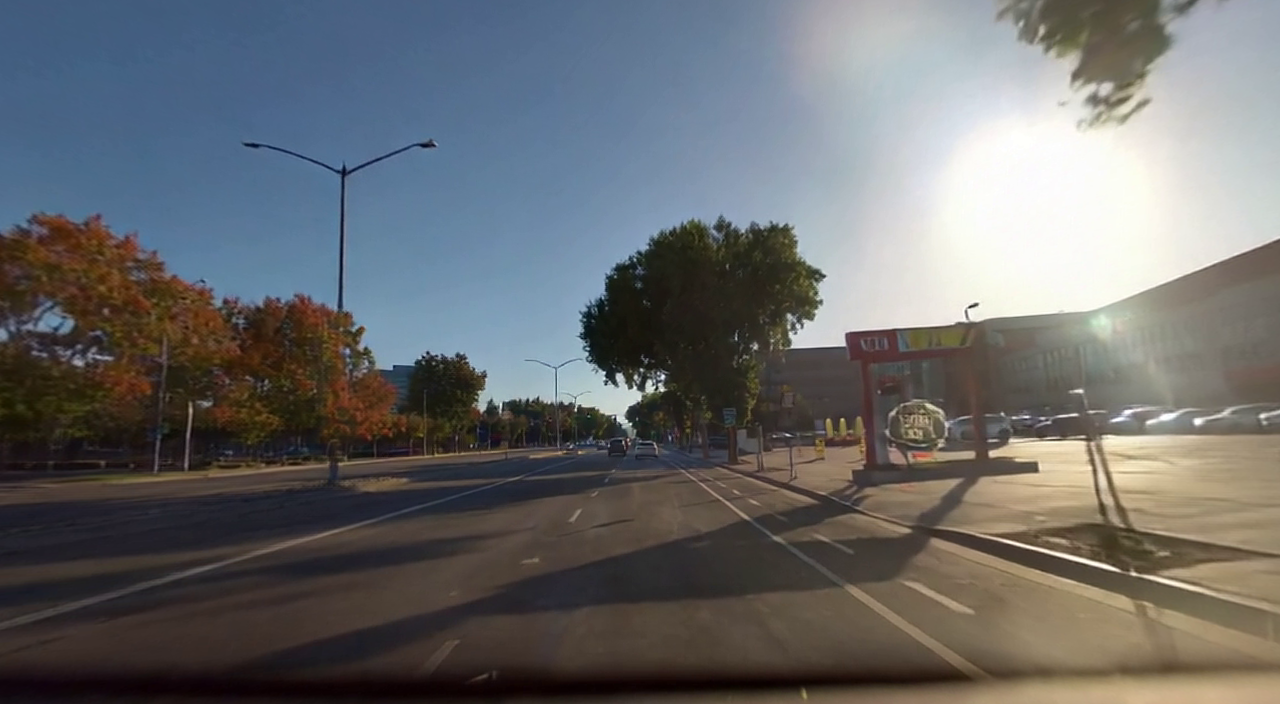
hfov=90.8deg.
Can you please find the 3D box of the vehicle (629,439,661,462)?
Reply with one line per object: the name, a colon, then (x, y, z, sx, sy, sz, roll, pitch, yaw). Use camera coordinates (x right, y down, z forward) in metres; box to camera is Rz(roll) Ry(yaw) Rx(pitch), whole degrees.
vehicle: (0.297, 6.739, 43.432, 2.115, 1.461, 3.976, 0, -8, -1)
